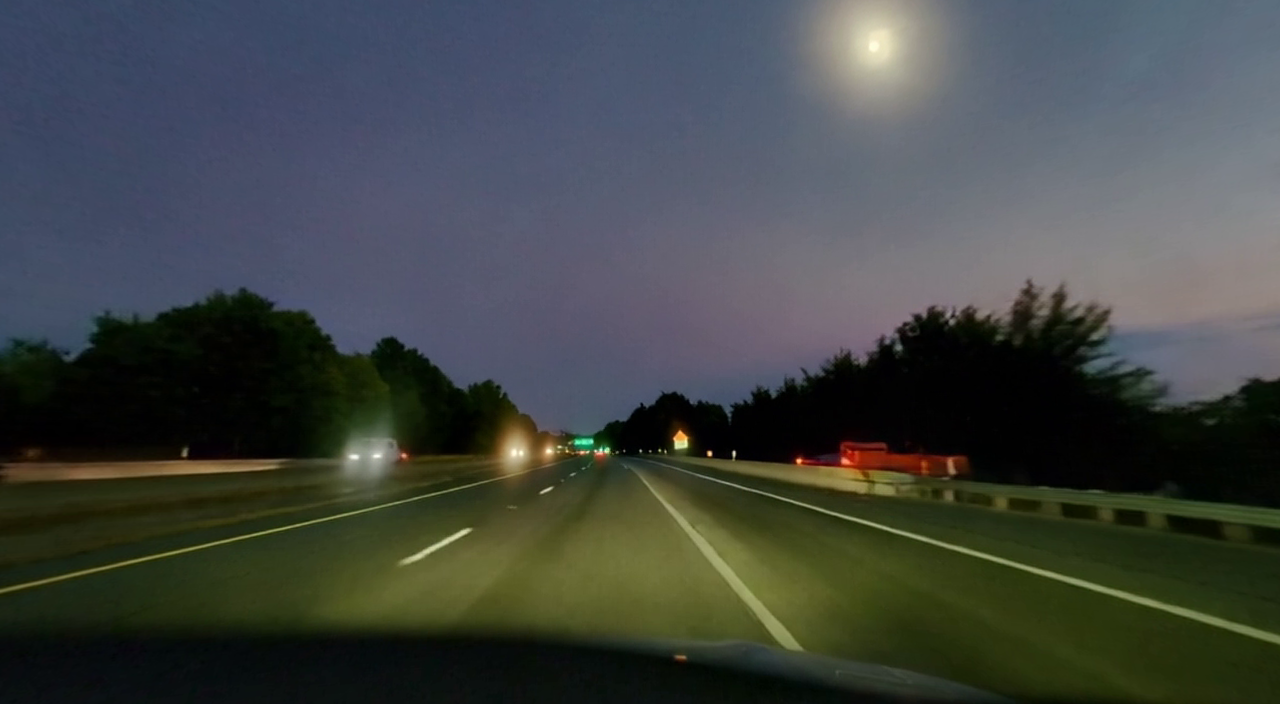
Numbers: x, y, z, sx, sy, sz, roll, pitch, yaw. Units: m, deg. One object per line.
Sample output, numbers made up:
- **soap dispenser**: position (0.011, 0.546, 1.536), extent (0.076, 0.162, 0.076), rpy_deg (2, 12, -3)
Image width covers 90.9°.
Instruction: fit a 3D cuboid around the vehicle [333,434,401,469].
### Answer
- **vehicle**: position (-19.455, 7.148, 45.230), extent (2.411, 2.328, 5.807), rpy_deg (0, -9, -2)
